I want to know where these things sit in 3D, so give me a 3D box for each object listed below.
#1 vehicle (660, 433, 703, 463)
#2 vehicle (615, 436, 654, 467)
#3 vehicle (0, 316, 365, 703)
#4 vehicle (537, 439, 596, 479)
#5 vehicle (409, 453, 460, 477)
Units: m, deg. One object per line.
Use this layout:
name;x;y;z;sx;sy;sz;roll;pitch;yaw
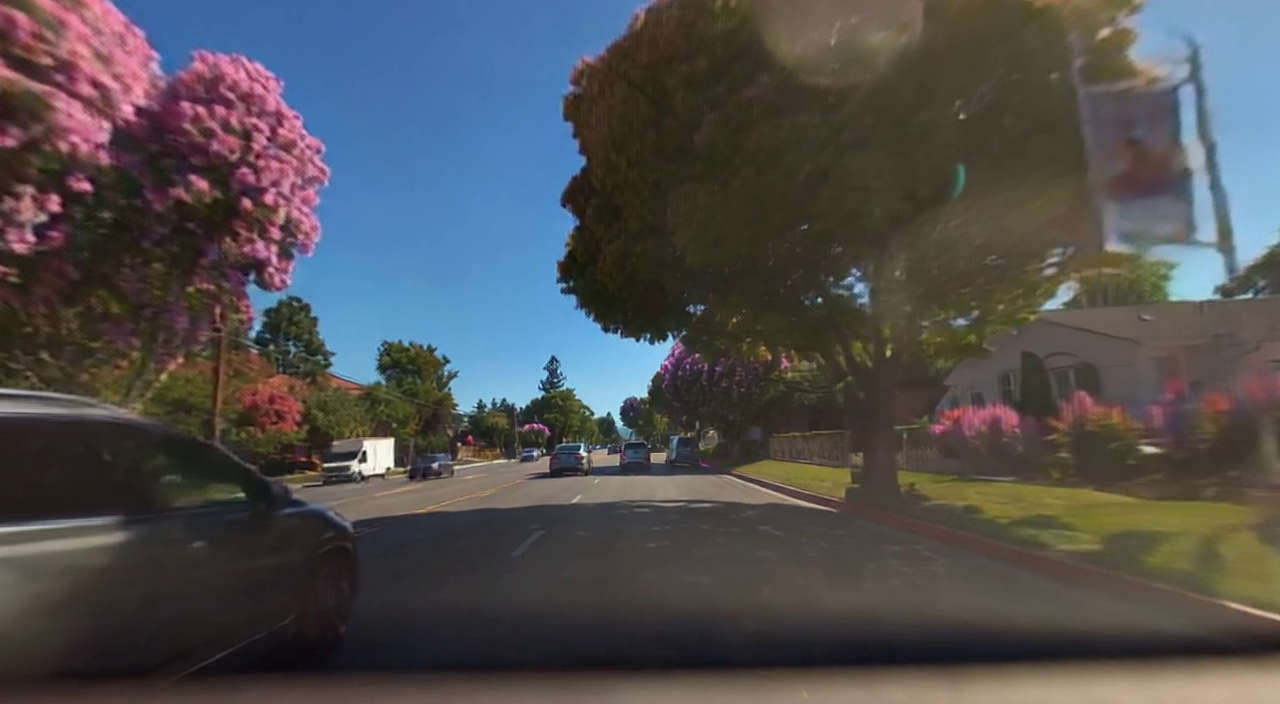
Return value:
vehicle;3.009;7.142;47.001;2.653;2.058;5.096;0;-9;-2
vehicle;-0.386;6.367;40.553;2.376;1.801;4.317;0;-8;-1
vehicle;-3.164;0.789;2.110;2.257;1.751;5.028;0;-9;-1
vehicle;-3.179;4.749;28.241;2.167;1.634;4.220;0;-8;0
vehicle;-13.216;7.276;40.867;1.867;1.436;4.300;0;-8;0
